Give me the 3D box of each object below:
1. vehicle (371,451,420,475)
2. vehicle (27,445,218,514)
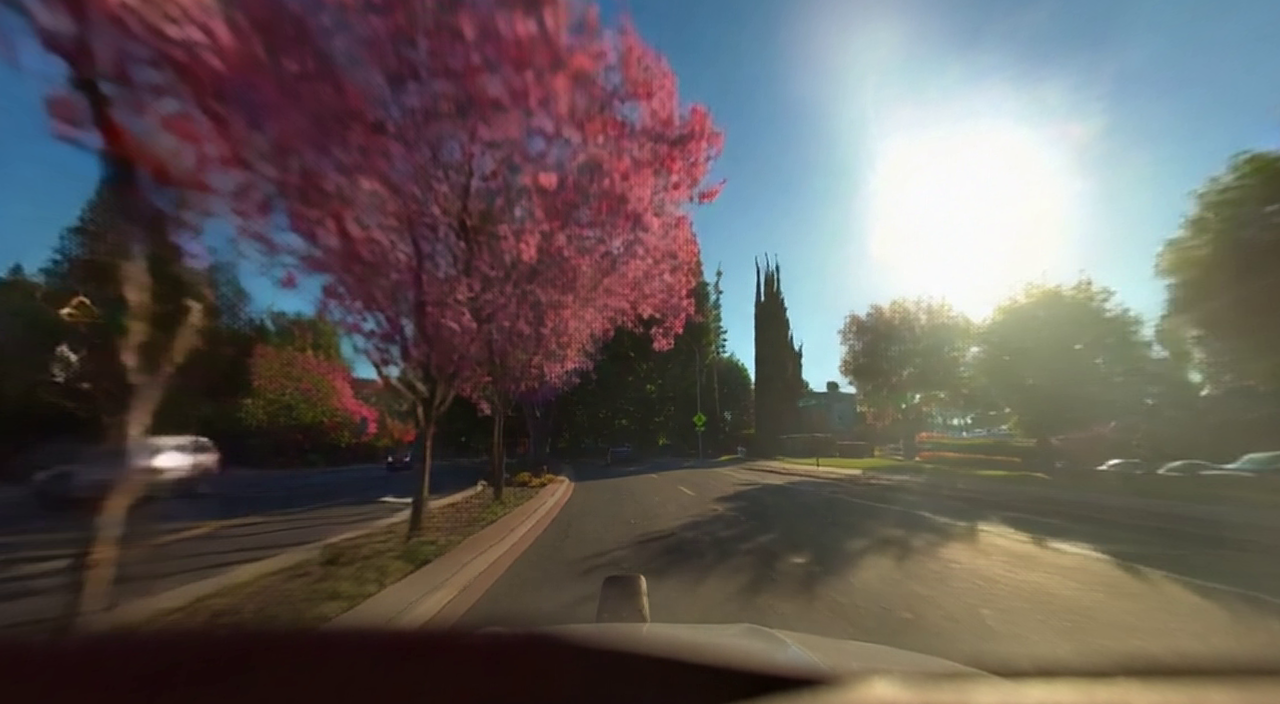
[{"bbox_3d":[-17.260,7.806,44.512,2.046,1.523,4.802,1,-9,-7],"label":"vehicle"},{"bbox_3d":[-14.371,3.507,17.848,1.985,1.705,4.209,0,-9,-4],"label":"vehicle"}]
